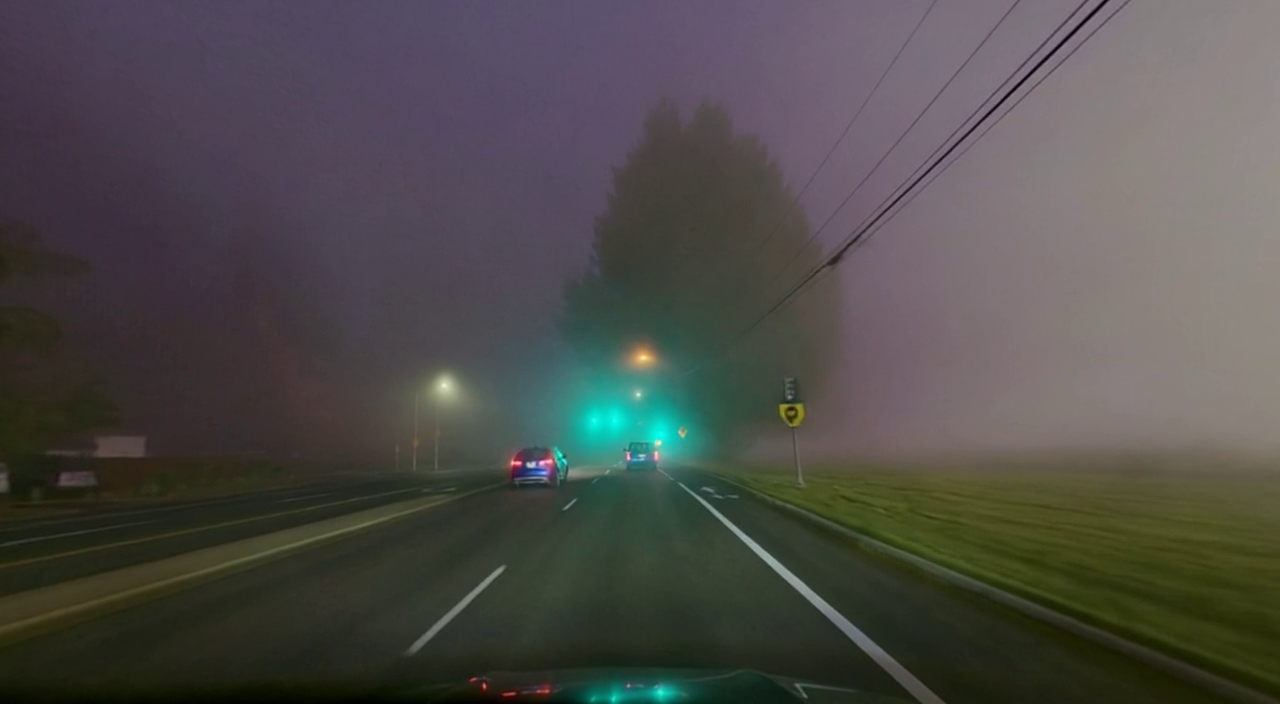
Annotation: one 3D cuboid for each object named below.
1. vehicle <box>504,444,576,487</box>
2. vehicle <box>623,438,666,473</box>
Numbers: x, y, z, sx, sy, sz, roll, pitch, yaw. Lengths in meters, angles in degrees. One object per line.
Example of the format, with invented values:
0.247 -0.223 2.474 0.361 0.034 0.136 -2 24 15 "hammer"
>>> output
-3.667 4.238 23.882 2.036 1.447 4.044 0 -8 1 "vehicle"
0.163 5.645 34.608 2.215 1.799 4.426 0 -8 -2 "vehicle"
